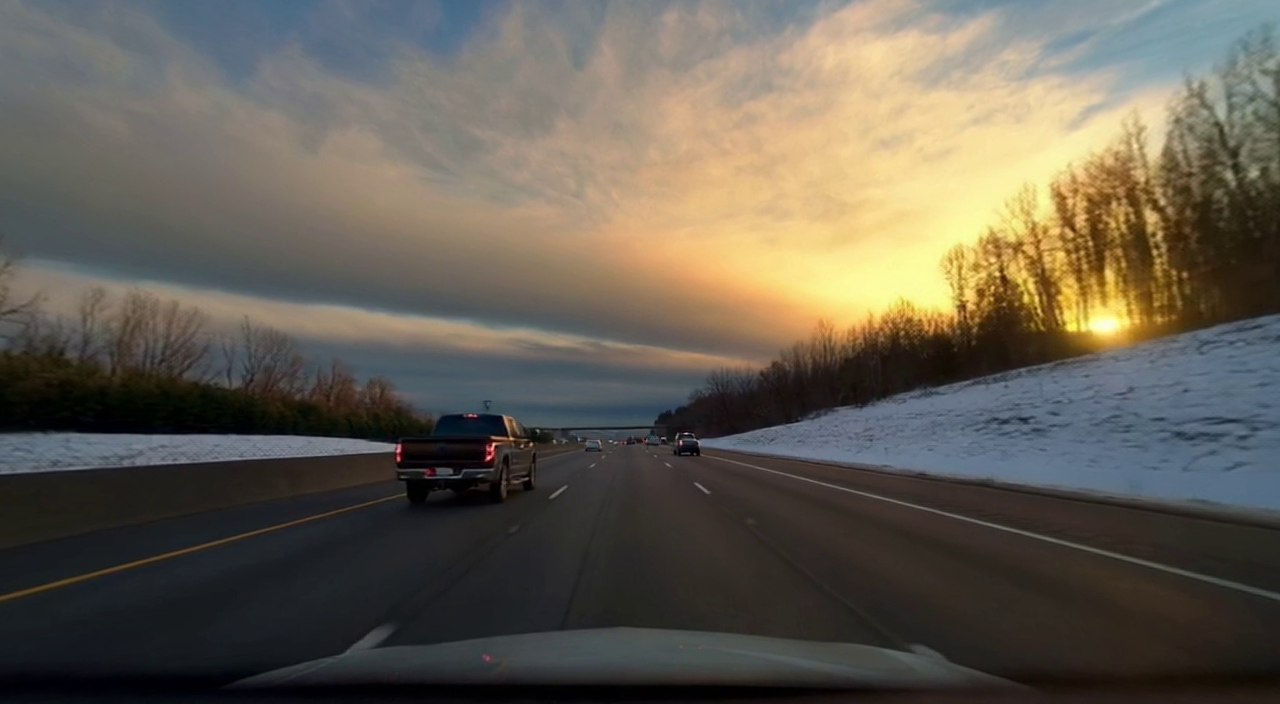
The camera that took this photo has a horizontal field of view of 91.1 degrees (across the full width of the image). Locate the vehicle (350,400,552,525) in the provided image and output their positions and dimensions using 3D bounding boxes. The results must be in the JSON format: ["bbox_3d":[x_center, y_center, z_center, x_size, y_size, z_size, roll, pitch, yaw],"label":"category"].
[{"bbox_3d":[-3.043,1.903,11.402,2.185,1.772,4.656,0,-8,0],"label":"vehicle"}]

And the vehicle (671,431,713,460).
[{"bbox_3d":[3.165,5.790,39.085,2.124,1.696,4.173,0,-8,-2],"label":"vehicle"}]
